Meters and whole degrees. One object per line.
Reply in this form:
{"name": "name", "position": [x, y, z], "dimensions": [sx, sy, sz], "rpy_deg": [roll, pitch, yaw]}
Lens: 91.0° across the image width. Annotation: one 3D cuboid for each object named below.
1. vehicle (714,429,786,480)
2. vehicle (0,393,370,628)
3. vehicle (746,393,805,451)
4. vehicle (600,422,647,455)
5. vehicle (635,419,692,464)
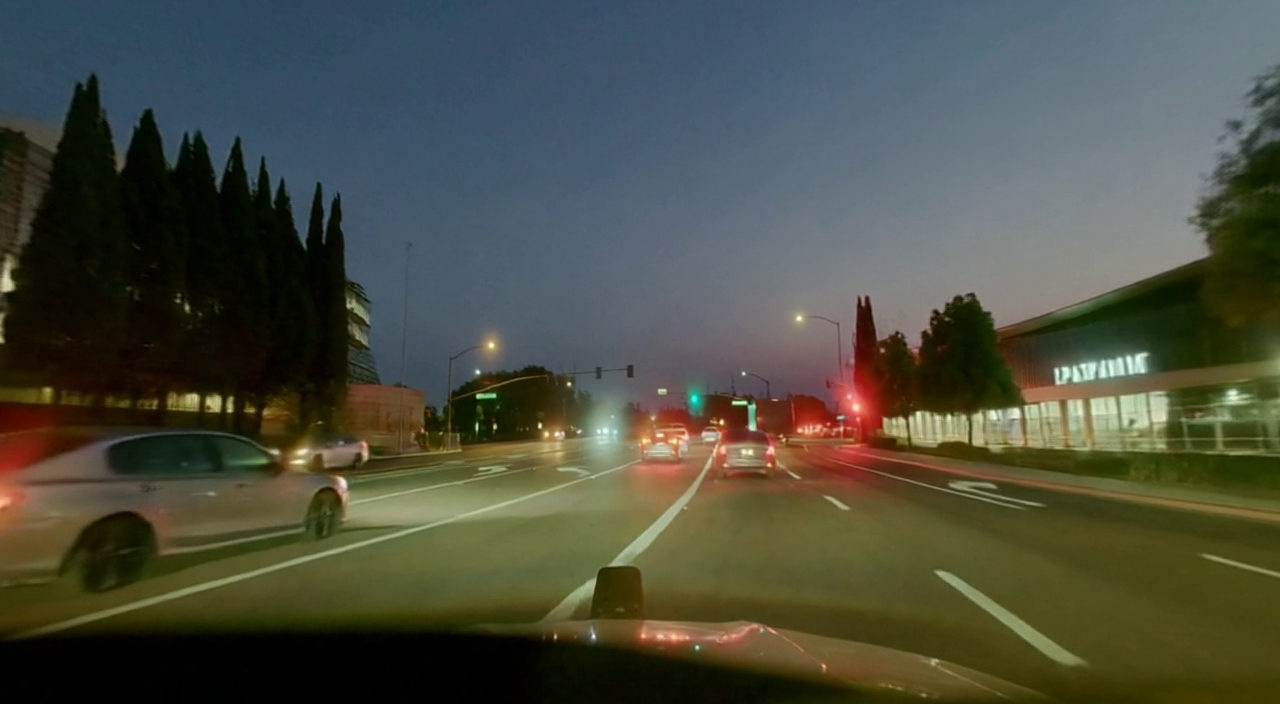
{"name": "vehicle", "position": [3.666, 3.434, 21.281], "dimensions": [2.109, 1.500, 4.585], "rpy_deg": [-1, -9, 9]}
{"name": "vehicle", "position": [-4.841, 1.347, 6.232], "dimensions": [2.010, 1.515, 4.152], "rpy_deg": [-1, -9, 9]}
{"name": "vehicle", "position": [9.798, 5.342, 46.521], "dimensions": [2.965, 3.900, 9.064], "rpy_deg": [-1, -9, 4]}
{"name": "vehicle", "position": [-0.874, 5.174, 37.499], "dimensions": [2.078, 1.787, 5.006], "rpy_deg": [-1, -9, 7]}
{"name": "vehicle", "position": [1.175, 4.207, 29.458], "dimensions": [2.188, 1.892, 4.488], "rpy_deg": [-1, -9, 8]}
